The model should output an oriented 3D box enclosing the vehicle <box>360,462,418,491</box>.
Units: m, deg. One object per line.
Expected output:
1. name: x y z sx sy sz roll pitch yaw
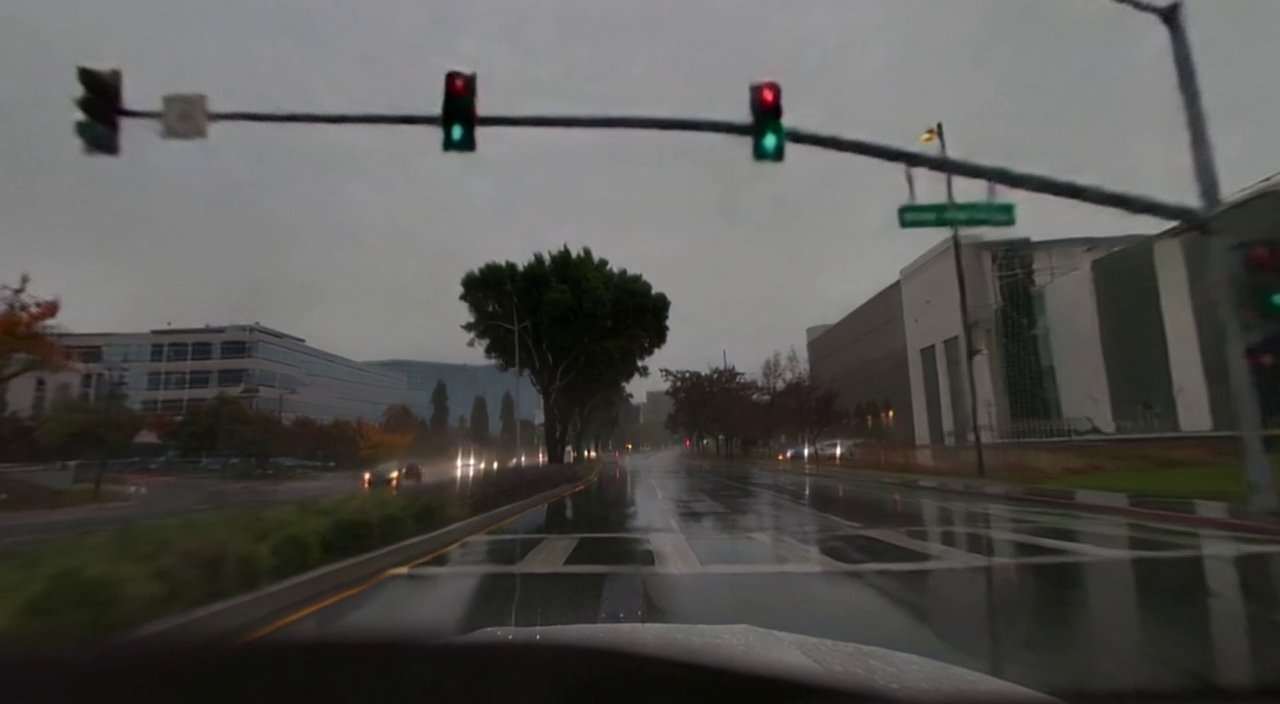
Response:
1. vehicle: -15.434 7.652 39.051 1.833 1.496 4.157 -3 -9 0
